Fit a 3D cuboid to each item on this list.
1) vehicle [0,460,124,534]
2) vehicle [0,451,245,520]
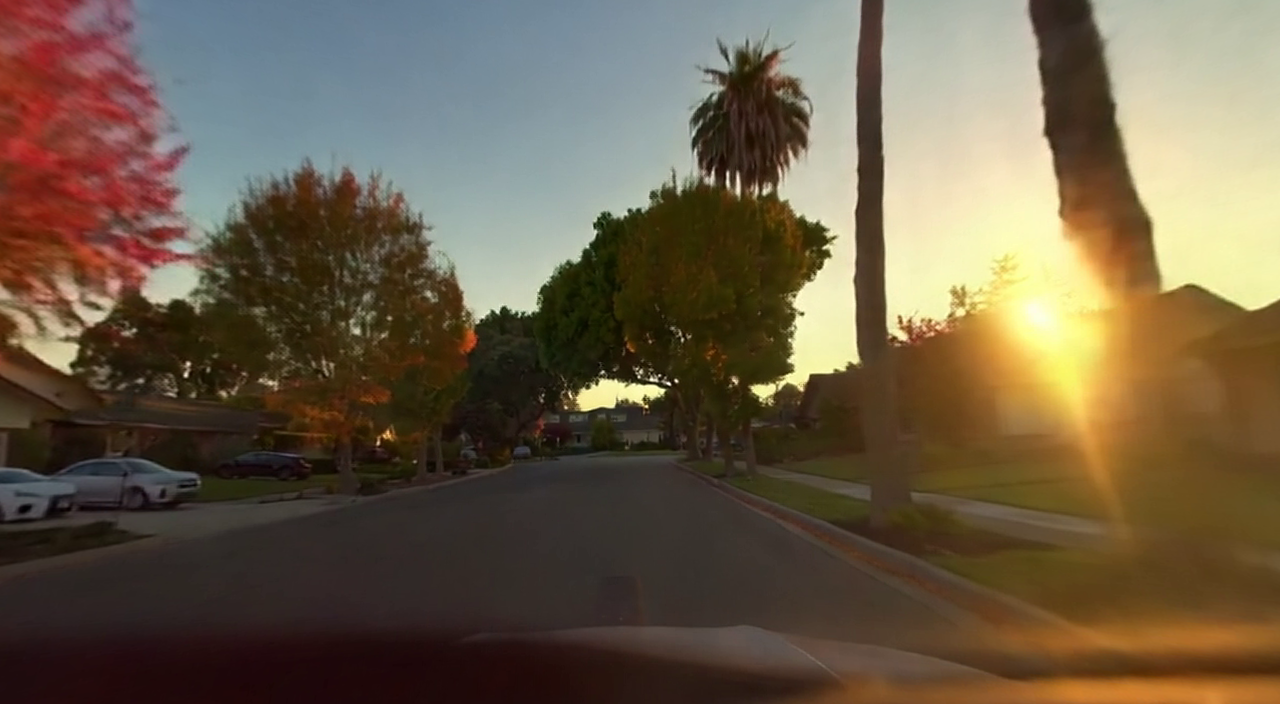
[{"bbox_3d":[-15.100,3.302,14.631,4.358,1.516,2.077,0,-9,-3],"label":"vehicle"},{"bbox_3d":[-14.363,3.685,17.787,5.050,1.774,2.031,0,-9,-2],"label":"vehicle"}]
